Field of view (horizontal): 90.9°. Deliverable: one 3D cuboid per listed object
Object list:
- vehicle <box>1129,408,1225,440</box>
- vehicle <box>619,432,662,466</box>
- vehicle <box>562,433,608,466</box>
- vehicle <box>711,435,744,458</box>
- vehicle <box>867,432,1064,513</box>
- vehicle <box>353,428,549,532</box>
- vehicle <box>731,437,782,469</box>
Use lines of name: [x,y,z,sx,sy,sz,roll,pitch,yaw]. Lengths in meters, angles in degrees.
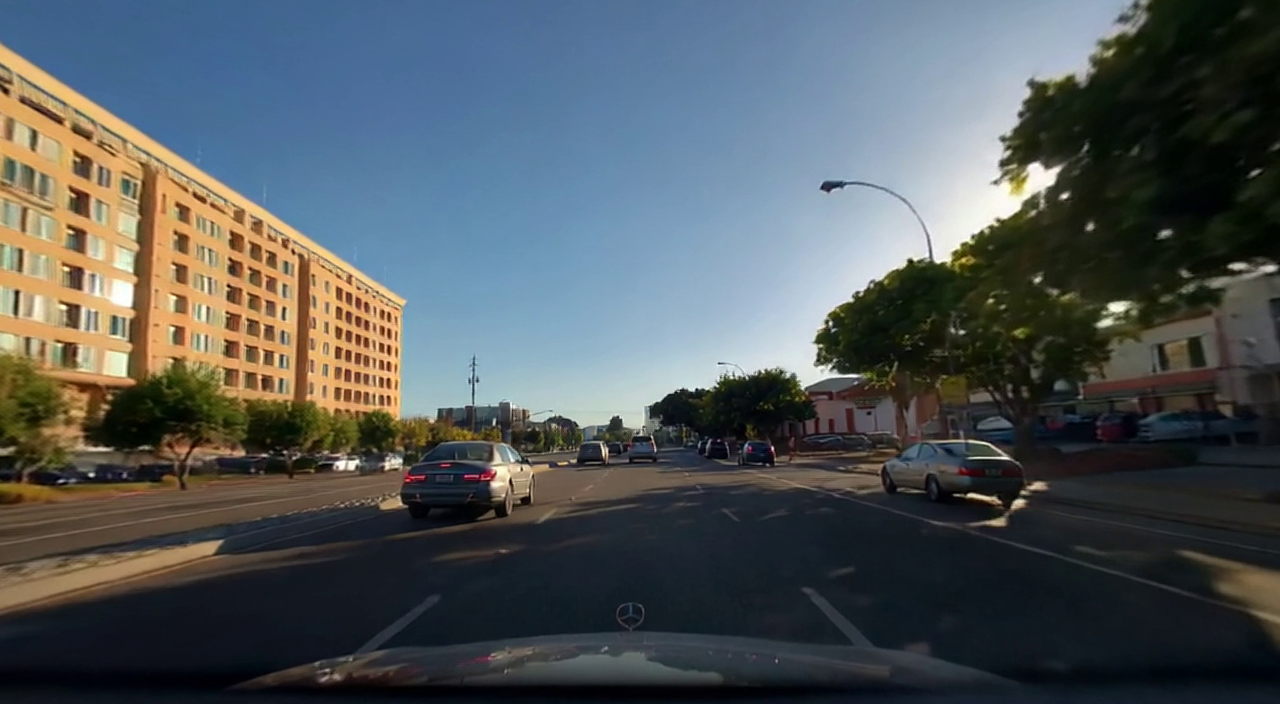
vehicle: [26.352,3.571,30.894,4.692,1.475,2.038,5,-10,-31]
vehicle: [0.044,5.470,35.792,2.304,1.795,4.526,-1,-8,1]
vehicle: [-3.121,5.637,36.657,2.117,1.799,4.442,-1,-8,2]
vehicle: [6.895,7.474,49.951,1.982,1.717,4.250,0,-8,0]
vehicle: [6.796,2.535,13.875,1.865,1.458,4.605,0,-8,0]
vehicle: [-3.068,2.182,11.421,2.095,1.486,4.411,-1,-8,1]
vehicle: [5.687,4.977,31.176,1.884,1.458,4.245,-1,-8,3]
